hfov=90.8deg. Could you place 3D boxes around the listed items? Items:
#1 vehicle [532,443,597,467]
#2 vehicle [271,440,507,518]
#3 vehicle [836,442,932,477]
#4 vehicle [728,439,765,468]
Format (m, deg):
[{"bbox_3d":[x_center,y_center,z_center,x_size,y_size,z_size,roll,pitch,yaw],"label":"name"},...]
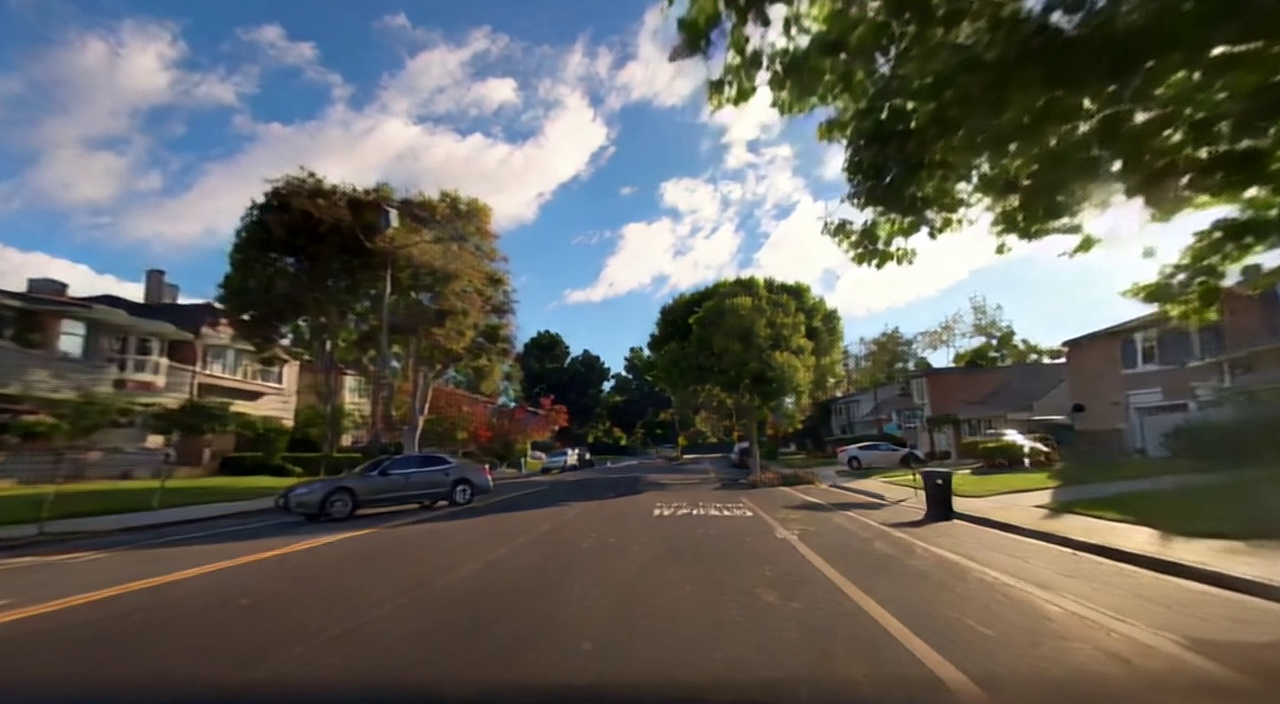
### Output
[{"bbox_3d":[-5.833,7.977,49.186,4.620,1.695,2.004,4,-11,-34],"label":"vehicle"},{"bbox_3d":[-5.728,2.845,14.669,4.750,1.559,1.928,5,-9,-27],"label":"vehicle"},{"bbox_3d":[13.824,6.115,36.043,4.733,1.843,2.005,0,-8,6],"label":"vehicle"},{"bbox_3d":[7.641,7.298,45.631,2.051,1.925,4.625,0,-8,3],"label":"vehicle"}]
